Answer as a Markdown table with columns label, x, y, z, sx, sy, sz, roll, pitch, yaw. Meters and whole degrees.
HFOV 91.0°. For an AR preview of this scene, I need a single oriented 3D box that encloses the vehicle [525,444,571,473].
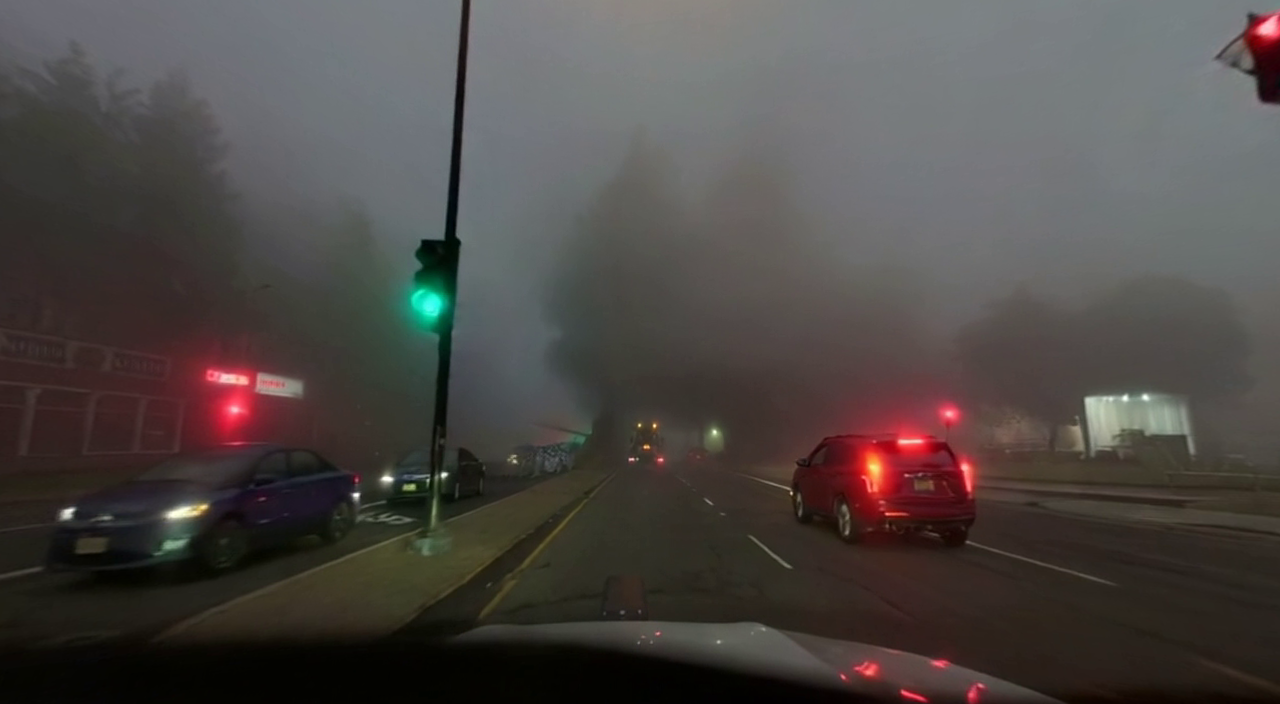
| label | x | y | z | sx | sy | sz | roll | pitch | yaw |
| --- | --- | --- | --- | --- | --- | --- | --- | --- | --- |
| vehicle | -5.002 | 5.876 | 34.894 | 1.922 | 1.506 | 4.302 | 0 | -9 | -1 |

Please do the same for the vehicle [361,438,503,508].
| label | x | y | z | sx | sy | sz | roll | pitch | yaw |
| --- | --- | --- | --- | --- | --- | --- | --- | --- | --- |
| vehicle | -4.895 | 2.905 | 15.621 | 1.958 | 1.473 | 4.540 | 0 | -9 | 0 |

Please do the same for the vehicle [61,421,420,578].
| label | x | y | z | sx | sy | sz | roll | pitch | yaw |
| --- | --- | --- | --- | --- | --- | --- | --- | --- | --- |
| vehicle | -4.671 | 1.767 | 8.377 | 2.001 | 1.518 | 4.316 | 0 | -9 | -1 |

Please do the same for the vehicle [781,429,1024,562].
| label | x | y | z | sx | sy | sz | roll | pitch | yaw |
| --- | --- | --- | --- | --- | --- | --- | --- | --- | --- |
| vehicle | 3.666 | 2.057 | 9.749 | 2.025 | 1.618 | 3.949 | 0 | -9 | 0 |

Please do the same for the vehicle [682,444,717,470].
| label | x | y | z | sx | sy | sz | roll | pitch | yaw |
| --- | --- | --- | --- | --- | --- | --- | --- | --- | --- |
| vehicle | 4.236 | 7.564 | 45.609 | 2.025 | 1.754 | 4.311 | 0 | -9 | -1 |

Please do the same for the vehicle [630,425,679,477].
| label | x | y | z | sx | sy | sz | roll | pitch | yaw |
| --- | --- | --- | --- | --- | --- | --- | --- | --- | --- |
| vehicle | 0.750 | 5.660 | 36.525 | 2.566 | 2.705 | 6.350 | -1 | -7 | 0 |
